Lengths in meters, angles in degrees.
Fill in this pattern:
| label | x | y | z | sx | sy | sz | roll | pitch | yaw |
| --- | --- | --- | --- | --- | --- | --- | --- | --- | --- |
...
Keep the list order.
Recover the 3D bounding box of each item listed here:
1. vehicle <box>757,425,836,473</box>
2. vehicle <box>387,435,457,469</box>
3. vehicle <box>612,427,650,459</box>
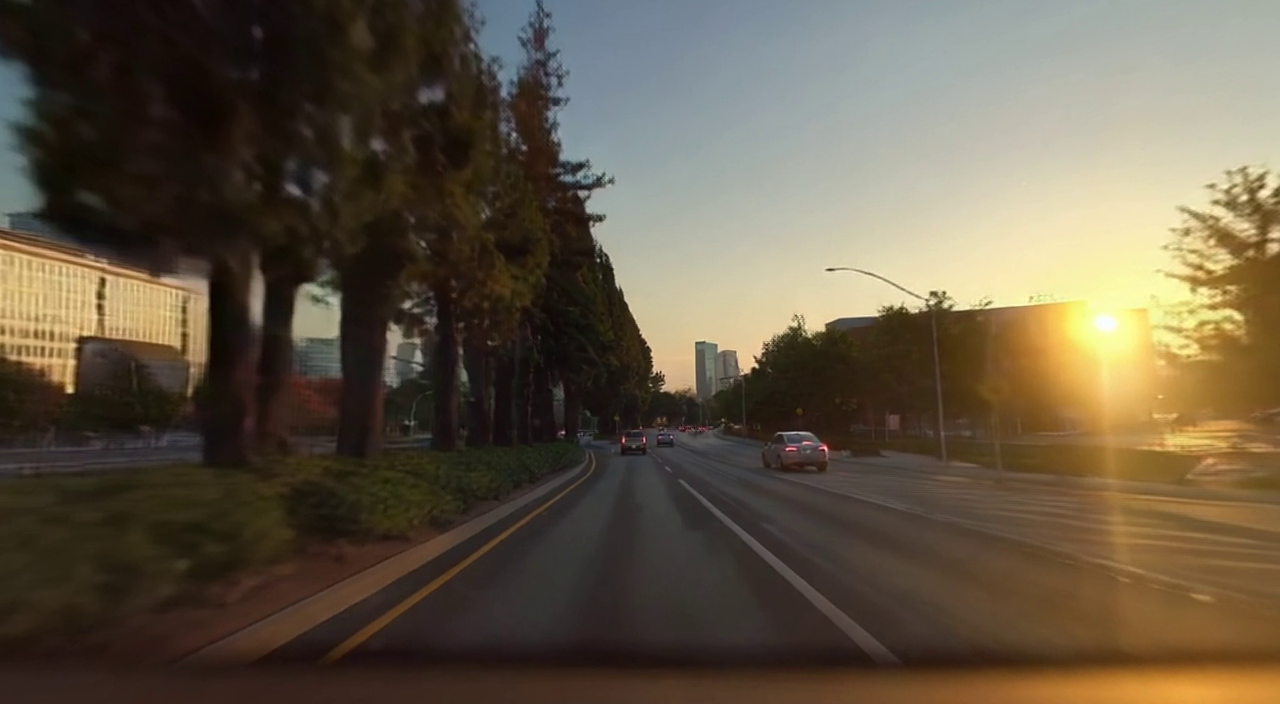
| label | x | y | z | sx | sy | sz | roll | pitch | yaw |
| --- | --- | --- | --- | --- | --- | --- | --- | --- | --- |
| vehicle | 6.393 | 4.016 | 26.376 | 2.026 | 1.804 | 4.565 | 0 | -8 | -1 |
| vehicle | -10.915 | 5.043 | 32.014 | 2.002 | 1.620 | 4.471 | 0 | -8 | -1 |
| vehicle | -0.552 | 5.482 | 38.157 | 2.193 | 1.794 | 4.457 | 0 | -8 | -1 |
